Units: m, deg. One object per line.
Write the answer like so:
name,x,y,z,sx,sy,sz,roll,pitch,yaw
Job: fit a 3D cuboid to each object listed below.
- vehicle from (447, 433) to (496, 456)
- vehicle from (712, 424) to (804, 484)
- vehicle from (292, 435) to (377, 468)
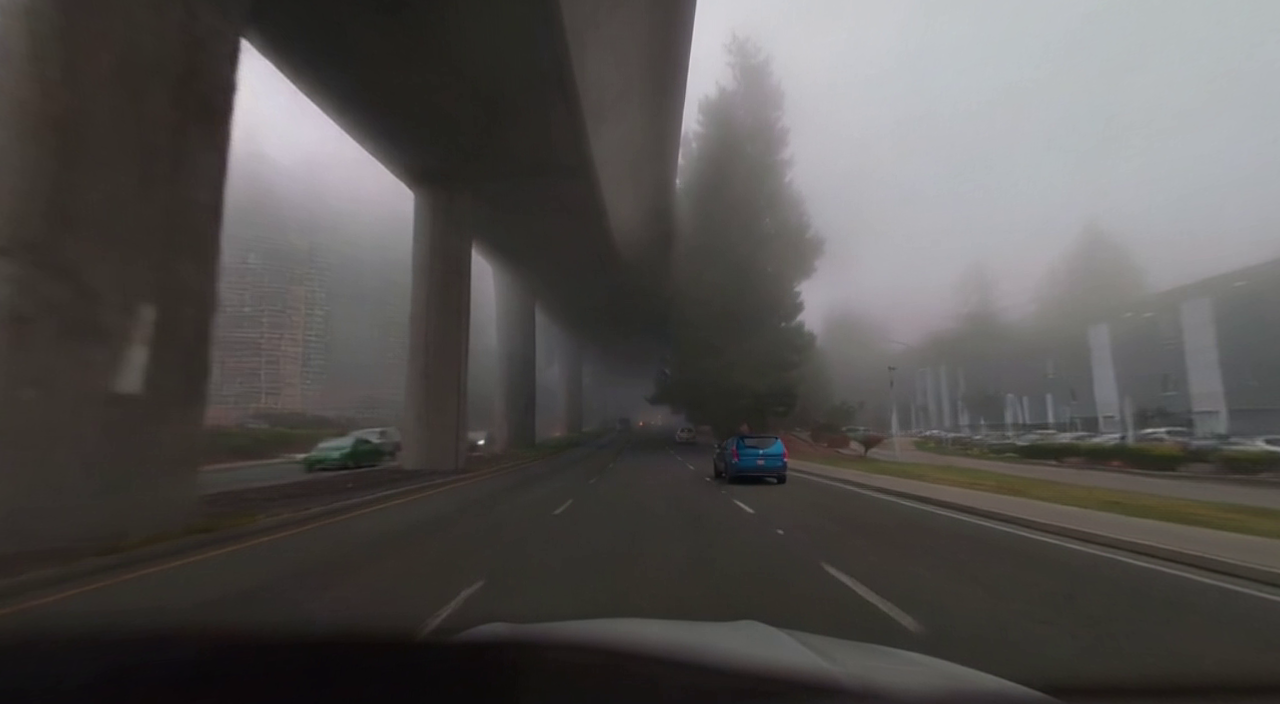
vehicle,-11.372,6.290,42.869,1.909,1.486,4.590,0,-8,2
vehicle,3.677,3.287,20.556,2.110,1.712,4.489,0,-8,0
vehicle,-14.932,4.898,31.106,1.885,1.497,4.494,0,-8,1
